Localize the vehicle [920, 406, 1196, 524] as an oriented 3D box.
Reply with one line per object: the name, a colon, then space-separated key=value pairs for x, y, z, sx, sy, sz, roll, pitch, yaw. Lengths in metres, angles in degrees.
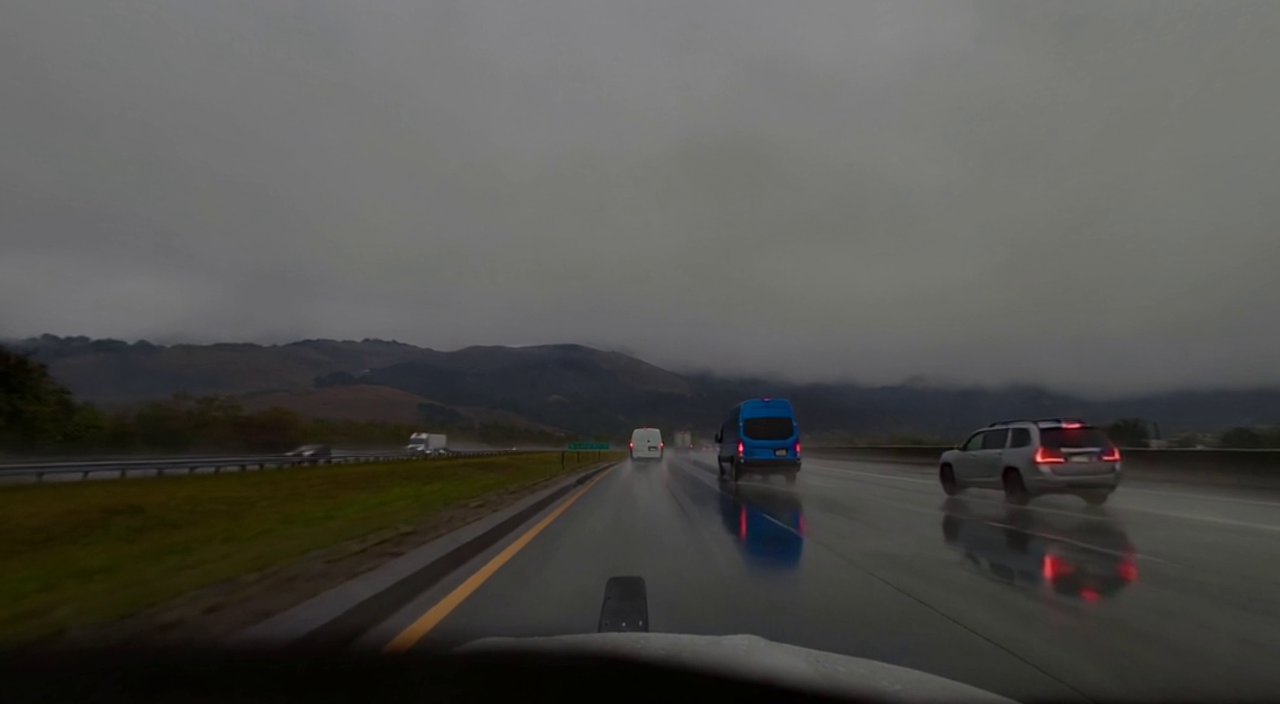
vehicle: x=7.951 y=2.205 z=12.829 sx=2.240 sy=1.925 sz=4.854 roll=0 pitch=-8 yaw=0

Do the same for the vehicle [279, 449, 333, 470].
vehicle: x=-26.274 y=8.418 z=49.752 sx=1.802 sy=1.546 sz=4.238 roll=0 pitch=-8 yaw=1

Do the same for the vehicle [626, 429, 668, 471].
vehicle: x=0.389 y=5.379 z=34.699 sx=2.131 sy=2.122 sz=4.473 roll=0 pitch=-8 yaw=1

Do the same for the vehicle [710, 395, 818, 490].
vehicle: x=3.862 y=3.011 z=21.037 sx=2.302 sy=2.670 sz=6.176 roll=0 pitch=-8 yaw=0
